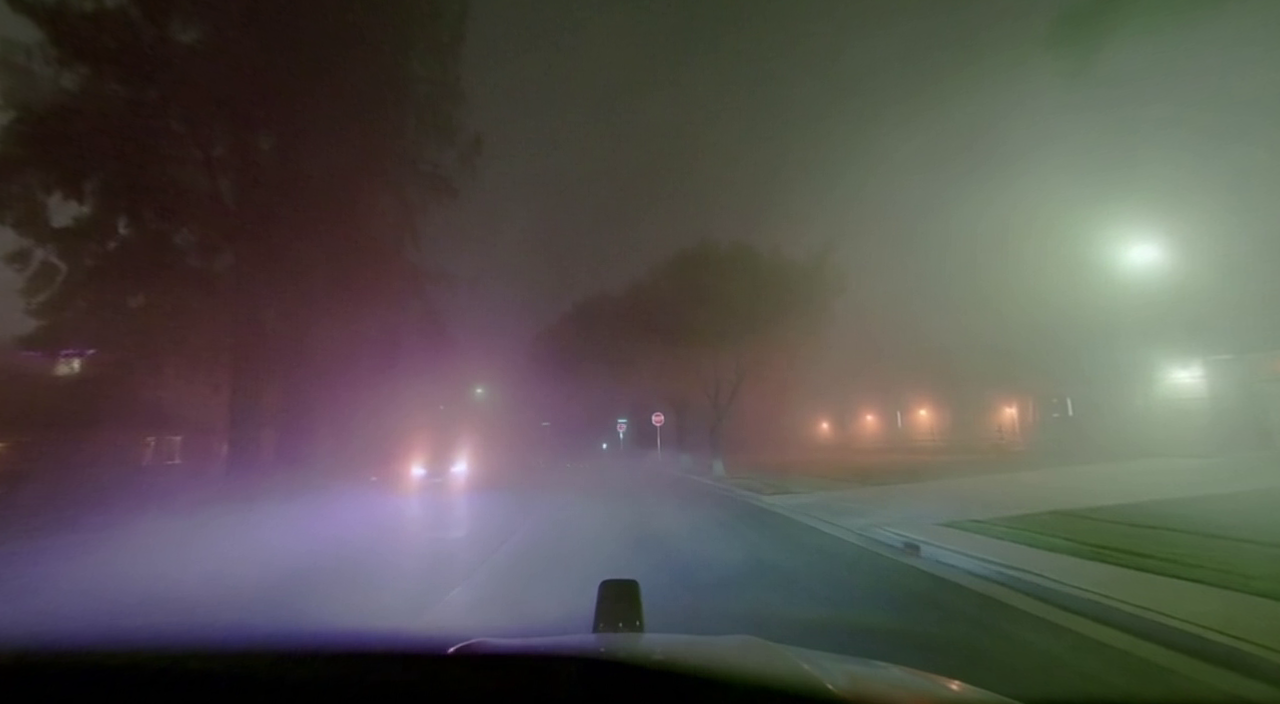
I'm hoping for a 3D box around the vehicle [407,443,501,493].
[{"bbox_3d":[-6.348,3.989,22.191,2.146,1.506,4.885,0,-8,-4],"label":"vehicle"}]

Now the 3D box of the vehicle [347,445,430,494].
[{"bbox_3d":[-9.432,4.387,24.076,1.994,1.656,4.334,1,-9,-10],"label":"vehicle"}]
